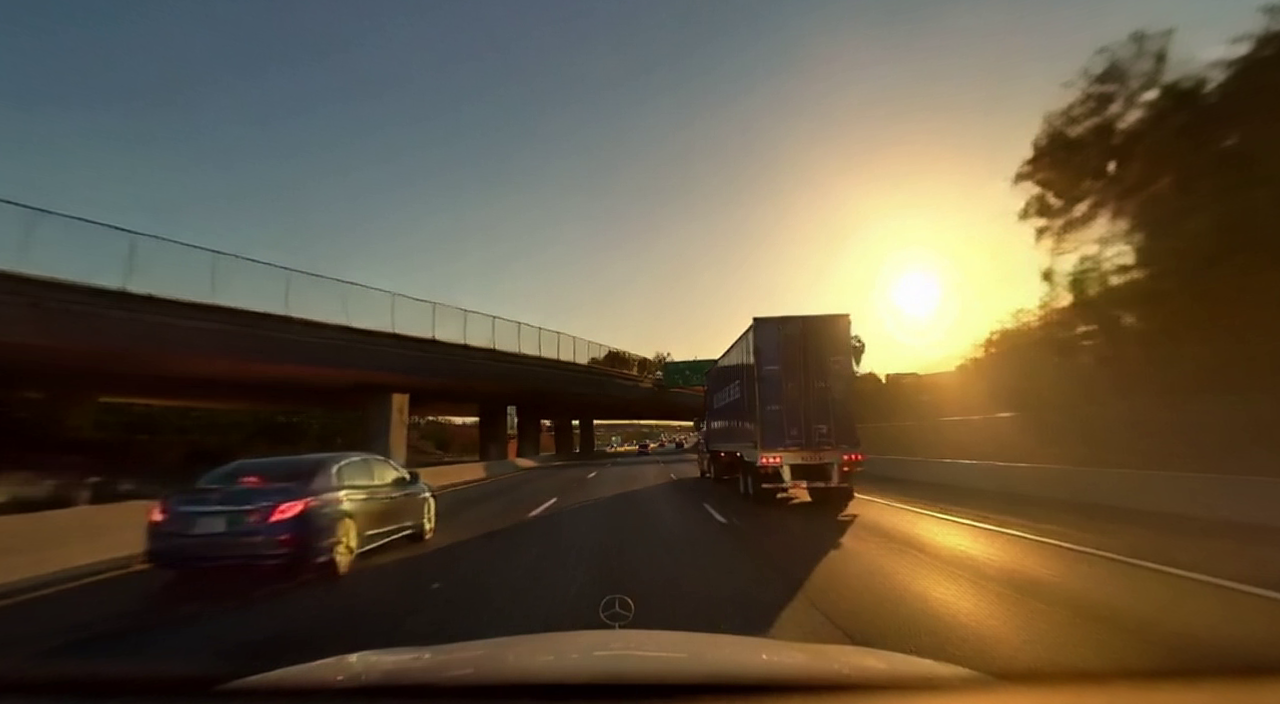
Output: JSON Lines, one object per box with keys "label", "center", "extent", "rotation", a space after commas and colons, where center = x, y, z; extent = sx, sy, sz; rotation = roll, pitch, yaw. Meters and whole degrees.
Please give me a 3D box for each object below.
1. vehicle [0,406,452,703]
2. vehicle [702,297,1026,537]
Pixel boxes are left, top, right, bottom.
{"label": "vehicle", "center": [-3.373, 1.360, 5.222], "extent": [2.276, 1.551, 4.484], "rotation": [-1, -8, 0]}
{"label": "vehicle", "center": [3.857, 1.734, 15.191], "extent": [3.306, 3.531, 11.717], "rotation": [-1, -8, -1]}
